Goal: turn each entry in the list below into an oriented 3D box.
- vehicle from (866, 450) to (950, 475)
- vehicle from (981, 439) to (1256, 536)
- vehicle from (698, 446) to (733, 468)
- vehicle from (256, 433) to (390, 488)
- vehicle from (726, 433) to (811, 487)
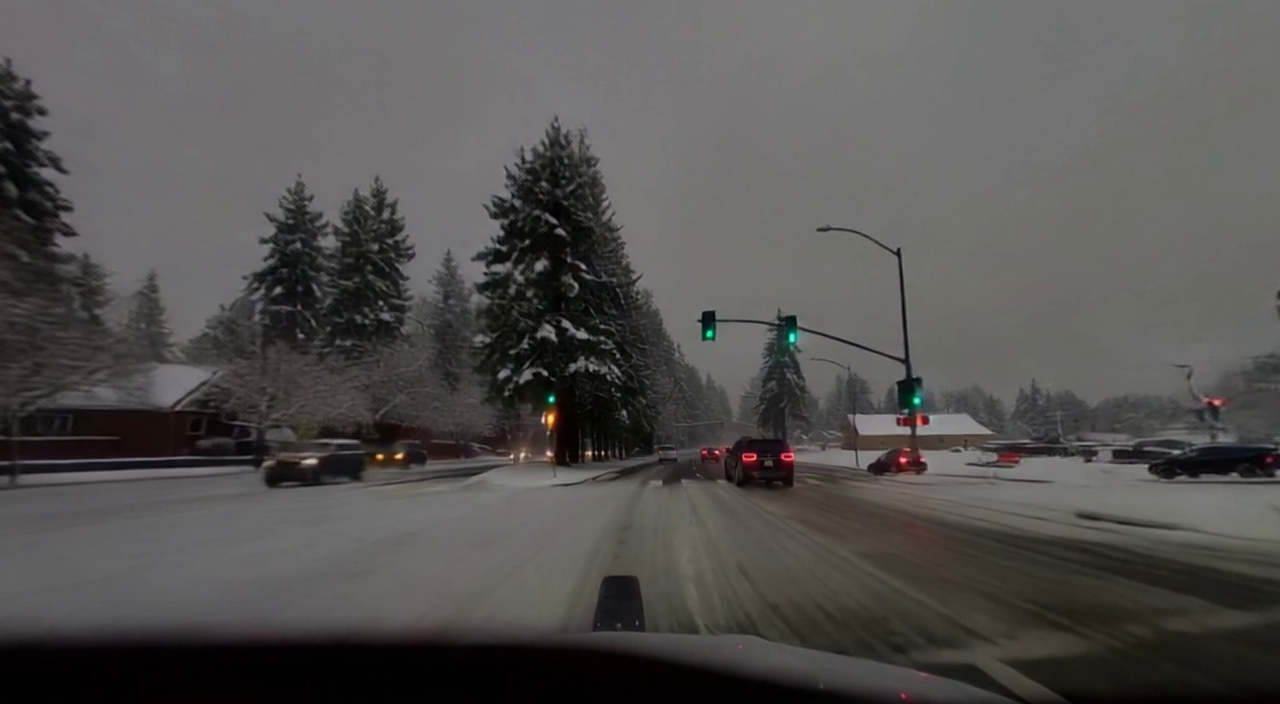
[{"bbox_3d":[16.724,6.893,39.734,2.040,1.472,4.846,3,-9,-21],"label":"vehicle"},{"bbox_3d":[8.571,2.425,11.933,1.949,1.492,4.103,0,-9,0],"label":"vehicle"},{"bbox_3d":[5.180,7.245,43.758,2.064,1.474,4.389,0,-9,2],"label":"vehicle"},{"bbox_3d":[-11.323,3.907,23.071,2.155,1.768,4.904,-1,-9,2],"label":"vehicle"},{"bbox_3d":[4.657,4.002,23.680,2.209,1.813,4.724,0,-9,1],"label":"vehicle"}]
